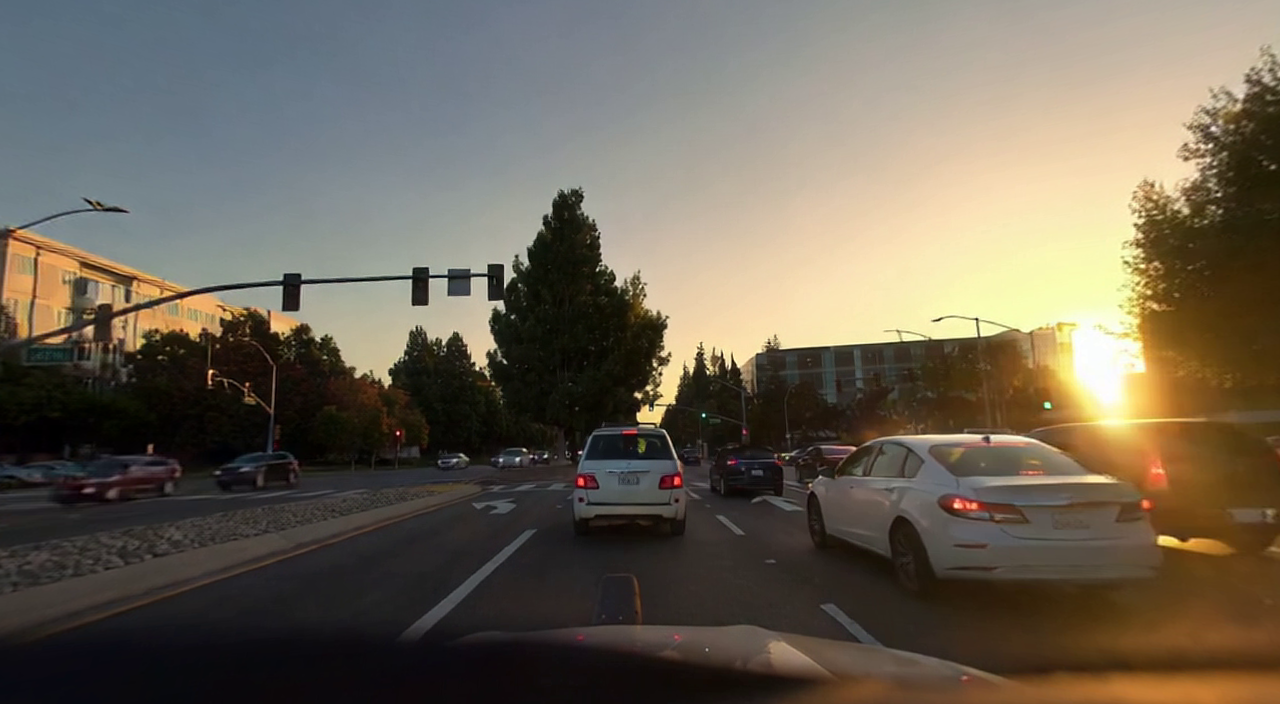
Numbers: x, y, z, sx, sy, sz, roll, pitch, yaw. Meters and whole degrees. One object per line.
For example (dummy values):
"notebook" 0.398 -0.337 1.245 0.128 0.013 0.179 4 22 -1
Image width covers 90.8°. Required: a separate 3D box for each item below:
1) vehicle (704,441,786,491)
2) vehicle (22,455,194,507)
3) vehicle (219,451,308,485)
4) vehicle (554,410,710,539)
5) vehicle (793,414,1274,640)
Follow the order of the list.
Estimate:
"vehicle" 3.496 3.879 21.820 2.004 1.523 4.263 0 -9 -1
"vehicle" -17.413 4.217 21.056 1.836 1.468 4.449 0 -9 0
"vehicle" -20.916 6.427 35.359 2.138 1.708 4.589 -1 -9 1
"vehicle" -0.148 2.088 11.322 2.236 1.827 4.316 0 -9 -1
"vehicle" 3.348 1.578 6.866 2.034 1.558 4.774 0 -9 -2
